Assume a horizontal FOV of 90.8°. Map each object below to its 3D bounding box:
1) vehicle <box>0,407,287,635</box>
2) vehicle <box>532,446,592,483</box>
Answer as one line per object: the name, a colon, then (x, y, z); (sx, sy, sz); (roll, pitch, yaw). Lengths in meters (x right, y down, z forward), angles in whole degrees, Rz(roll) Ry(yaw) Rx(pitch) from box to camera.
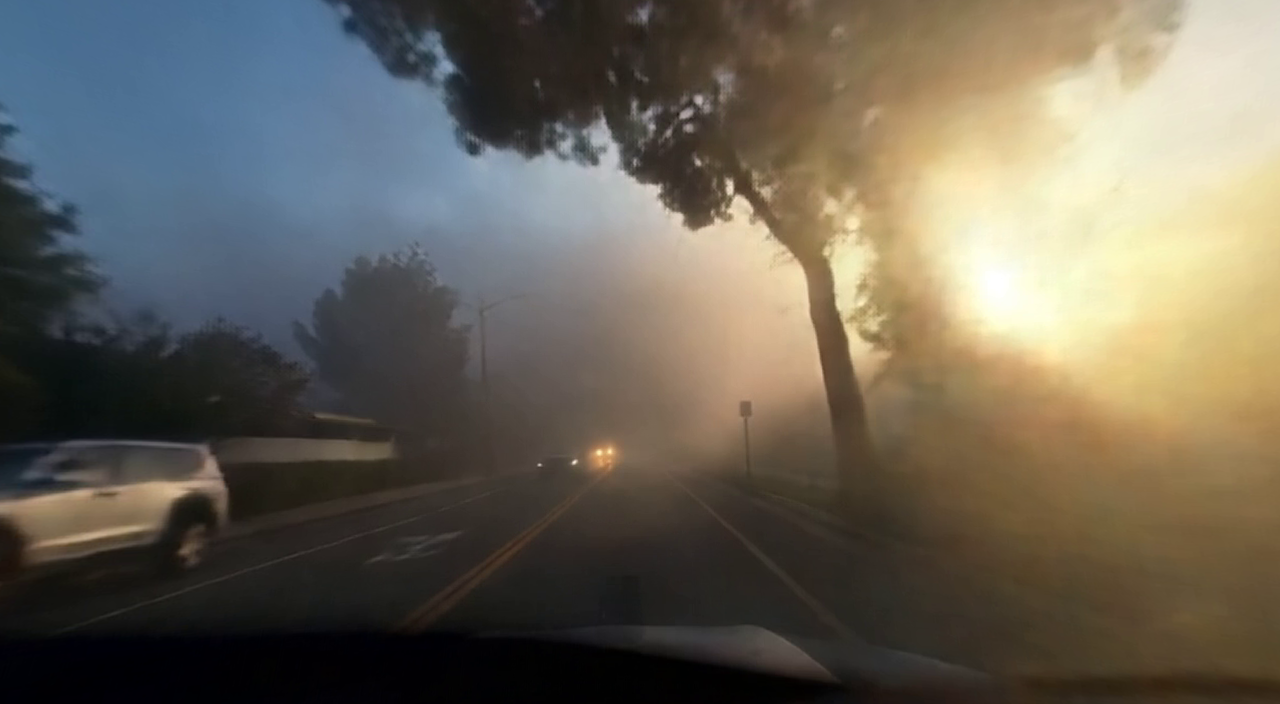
vehicle: (-6.529, 1.817, 7.255); (2.176, 1.885, 5.174); (-4, -9, -2)
vehicle: (-3.427, 5.035, 28.611); (2.074, 1.527, 4.438); (-1, -9, 1)
